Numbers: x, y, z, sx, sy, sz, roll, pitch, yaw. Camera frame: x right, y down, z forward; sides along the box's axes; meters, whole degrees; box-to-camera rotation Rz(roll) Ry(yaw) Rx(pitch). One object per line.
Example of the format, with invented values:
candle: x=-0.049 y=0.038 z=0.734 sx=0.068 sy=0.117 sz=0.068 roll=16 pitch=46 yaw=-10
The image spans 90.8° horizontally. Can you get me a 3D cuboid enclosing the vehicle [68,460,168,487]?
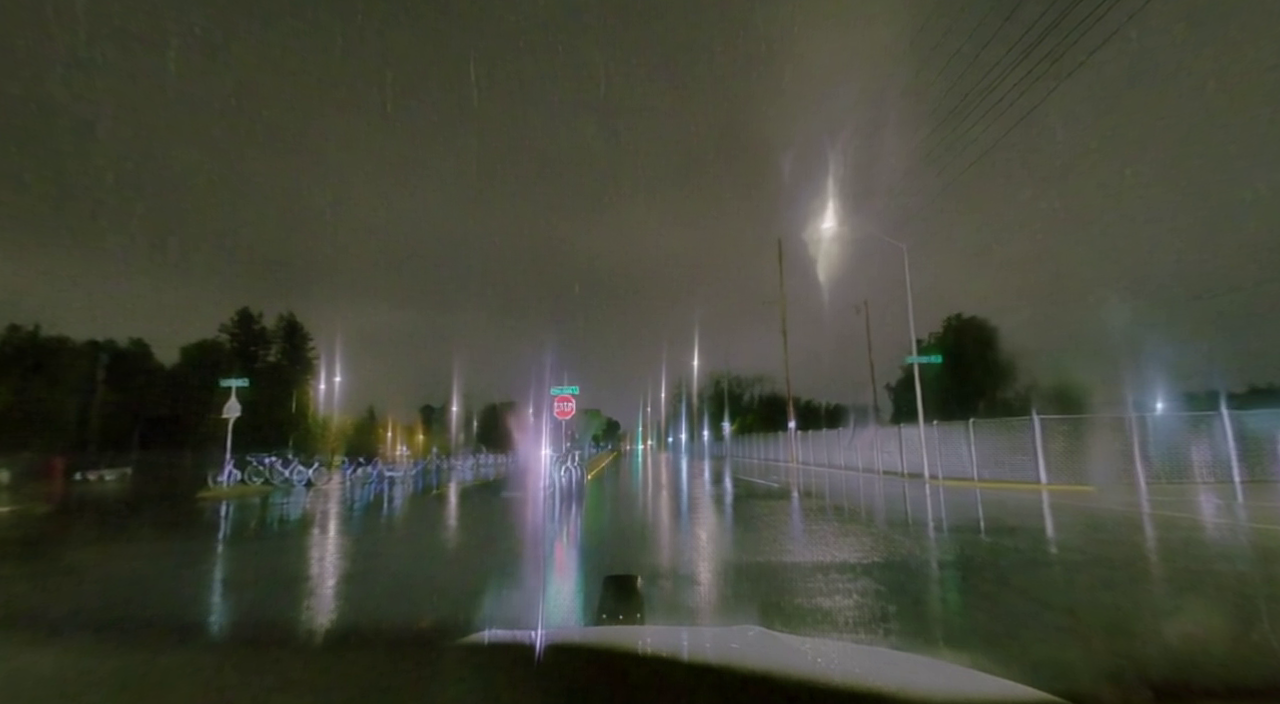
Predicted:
vehicle: x=-33.556 y=7.783 z=40.685 sx=4.569 sy=1.558 sz=1.903 roll=0 pitch=-9 yaw=-5
